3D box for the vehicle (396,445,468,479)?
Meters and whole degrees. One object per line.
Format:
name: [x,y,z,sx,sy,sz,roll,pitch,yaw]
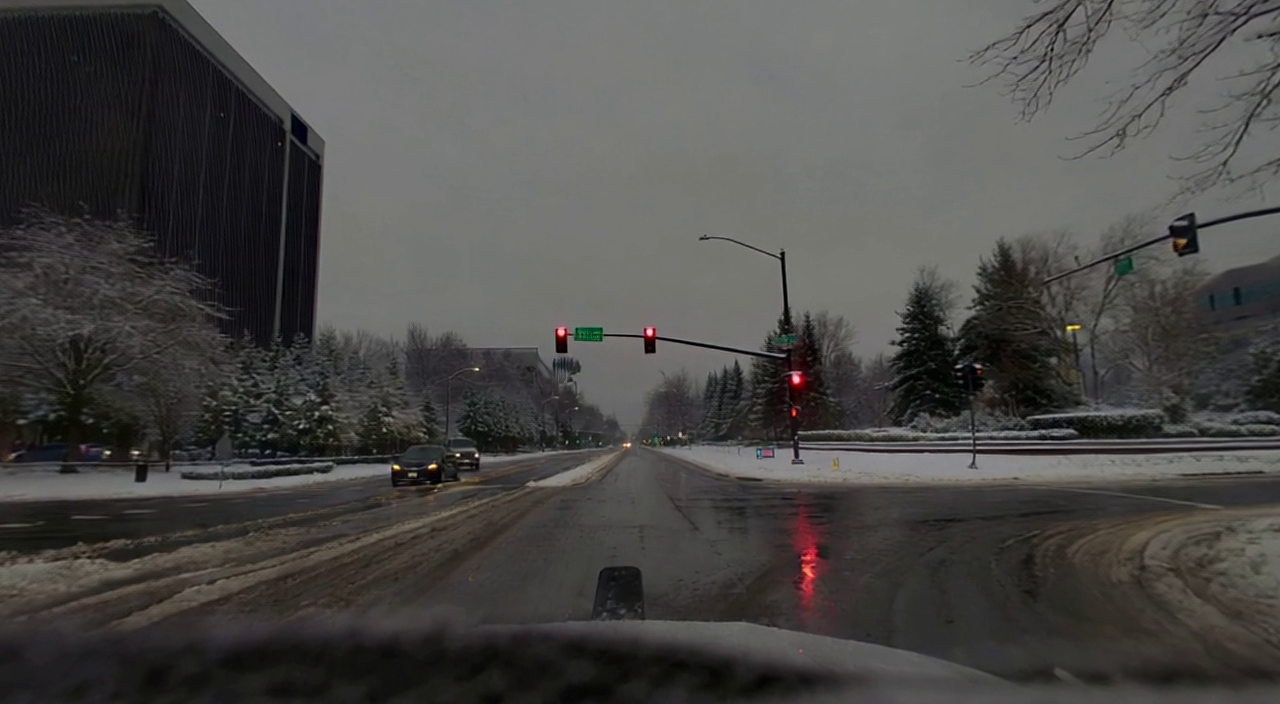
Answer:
vehicle: [-11.586,6.138,35.466,2.069,1.771,4.947,0,-9,3]
